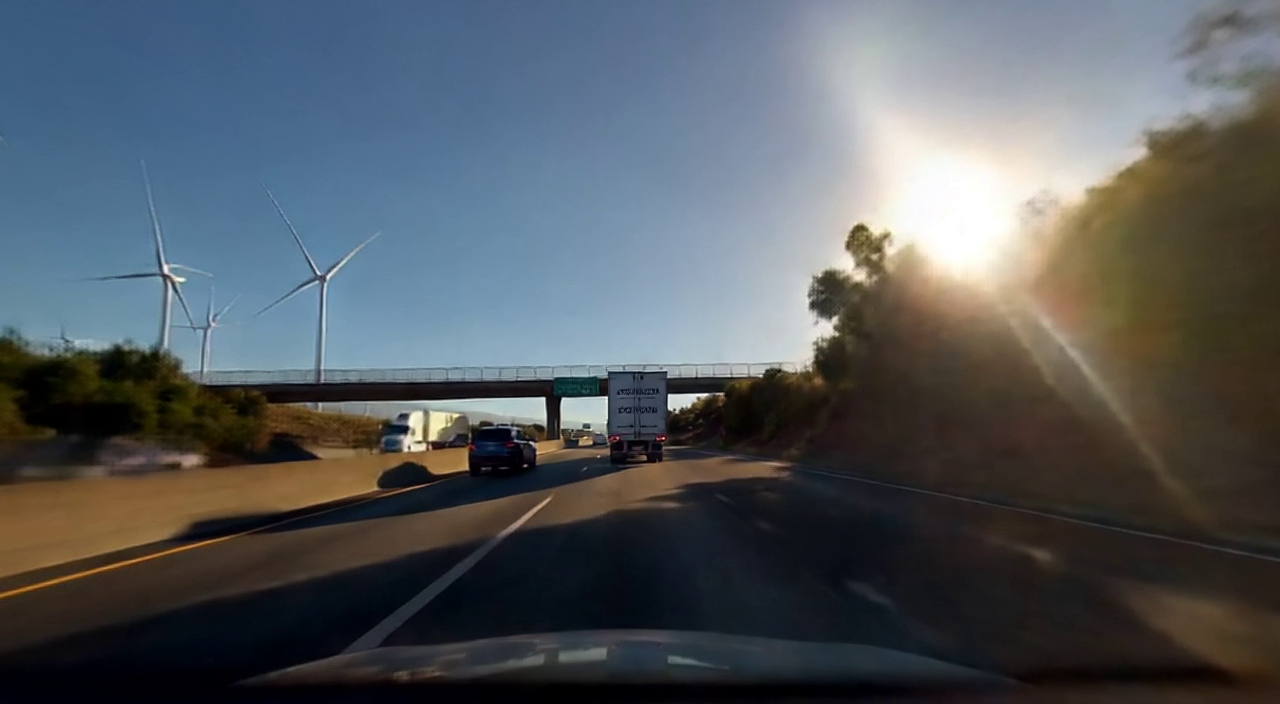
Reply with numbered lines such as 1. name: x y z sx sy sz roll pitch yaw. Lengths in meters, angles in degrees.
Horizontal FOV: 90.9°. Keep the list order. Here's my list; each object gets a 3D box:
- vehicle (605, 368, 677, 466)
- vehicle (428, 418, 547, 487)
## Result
1. vehicle: -0.121 3.481 32.082 2.906 3.990 12.551 0 -8 -2
2. vehicle: -4.130 2.815 18.043 2.167 1.686 4.946 0 -8 0
